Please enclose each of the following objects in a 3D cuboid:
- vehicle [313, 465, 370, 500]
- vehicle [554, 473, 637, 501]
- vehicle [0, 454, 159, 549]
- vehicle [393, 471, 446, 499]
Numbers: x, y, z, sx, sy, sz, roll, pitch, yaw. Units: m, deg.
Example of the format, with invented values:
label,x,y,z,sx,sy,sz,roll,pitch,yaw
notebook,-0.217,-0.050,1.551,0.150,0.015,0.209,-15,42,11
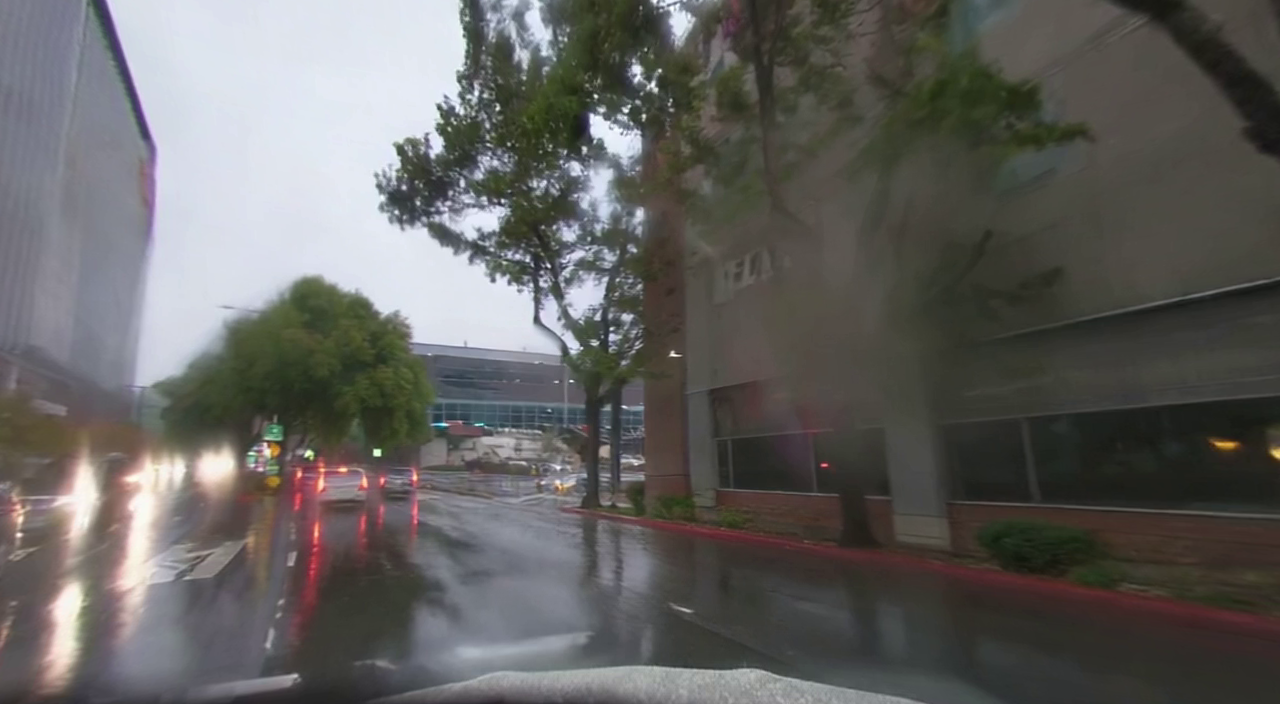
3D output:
label,x,y,z,sx,sy,sz,roll,pitch,yaw
vehicle,-14.021,6.043,29.365,2.005,1.498,3.643,6,-12,-29
vehicle,-2.487,7.532,35.220,4.302,1.456,1.832,5,-11,-22
vehicle,-12.367,3.149,13.806,2.011,1.701,4.519,6,-12,-28
vehicle,-10.543,6.315,29.909,1.775,1.186,2.933,7,-12,-30
